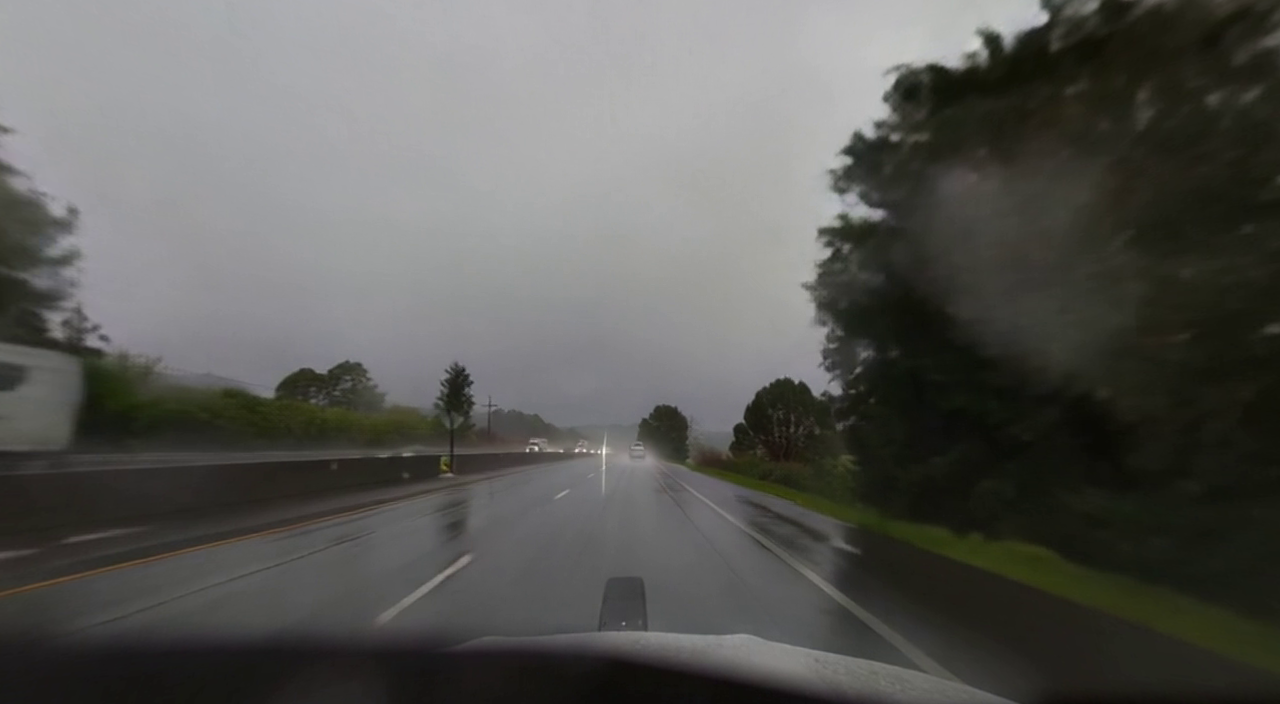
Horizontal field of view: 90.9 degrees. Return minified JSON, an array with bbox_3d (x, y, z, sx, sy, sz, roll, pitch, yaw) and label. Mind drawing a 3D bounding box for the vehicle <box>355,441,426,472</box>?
[{"bbox_3d":[-12.329,5.194,31.432,1.925,1.459,3.959,0,-9,-1],"label":"vehicle"}]
